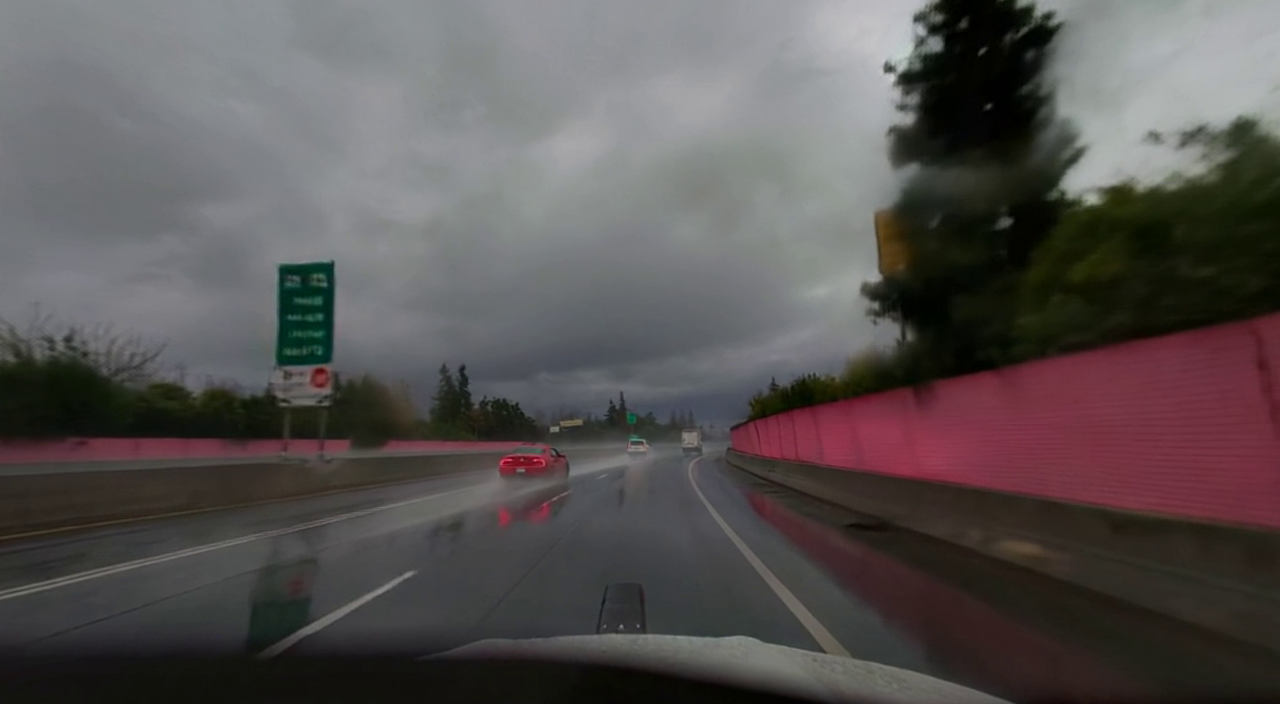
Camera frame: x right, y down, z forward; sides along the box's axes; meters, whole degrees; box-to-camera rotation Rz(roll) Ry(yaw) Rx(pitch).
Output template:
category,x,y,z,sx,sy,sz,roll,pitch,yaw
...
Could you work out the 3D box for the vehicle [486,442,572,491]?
category,x,y,z,sx,sy,sz,roll,pitch,yaw
vehicle,-3.480,3.675,20.577,1.746,1.405,4.339,-1,-9,4
